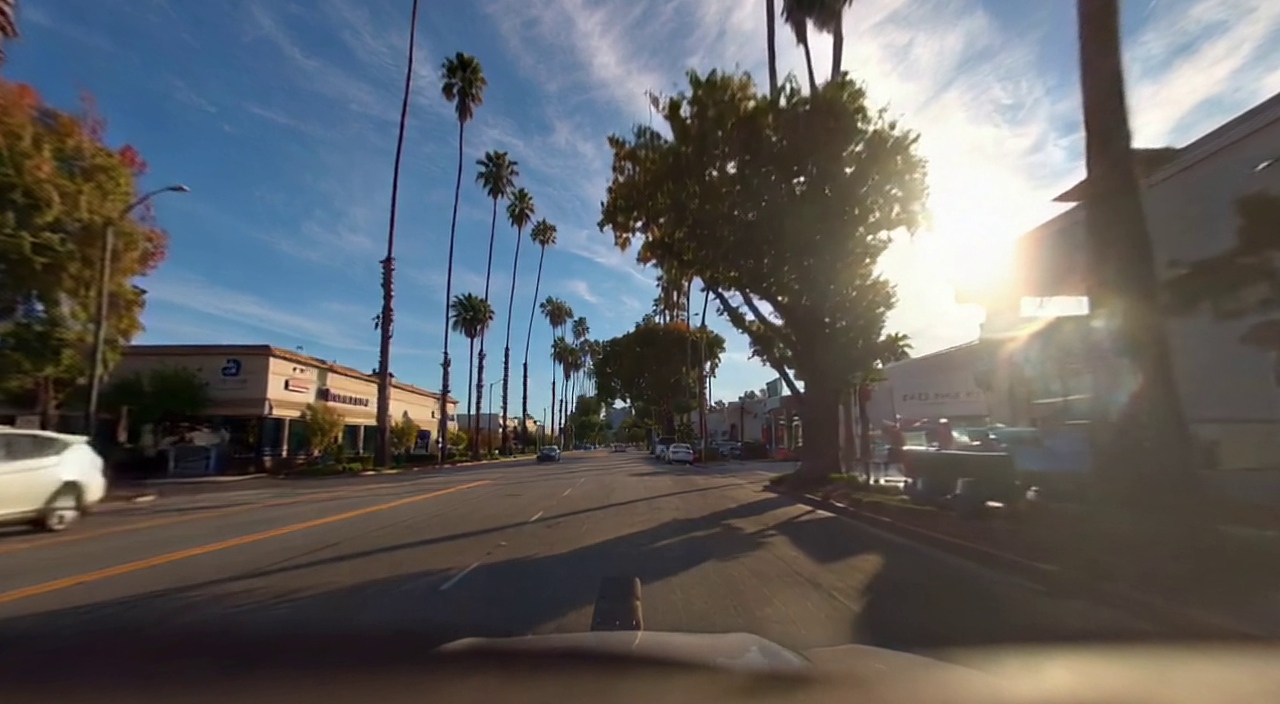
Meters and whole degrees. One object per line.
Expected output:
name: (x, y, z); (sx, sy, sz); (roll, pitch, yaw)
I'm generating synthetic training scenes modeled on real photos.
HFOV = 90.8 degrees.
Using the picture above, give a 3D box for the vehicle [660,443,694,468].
vehicle: (2.517, 7.178, 44.003); (2.046, 1.588, 4.508); (0, -9, -1)
